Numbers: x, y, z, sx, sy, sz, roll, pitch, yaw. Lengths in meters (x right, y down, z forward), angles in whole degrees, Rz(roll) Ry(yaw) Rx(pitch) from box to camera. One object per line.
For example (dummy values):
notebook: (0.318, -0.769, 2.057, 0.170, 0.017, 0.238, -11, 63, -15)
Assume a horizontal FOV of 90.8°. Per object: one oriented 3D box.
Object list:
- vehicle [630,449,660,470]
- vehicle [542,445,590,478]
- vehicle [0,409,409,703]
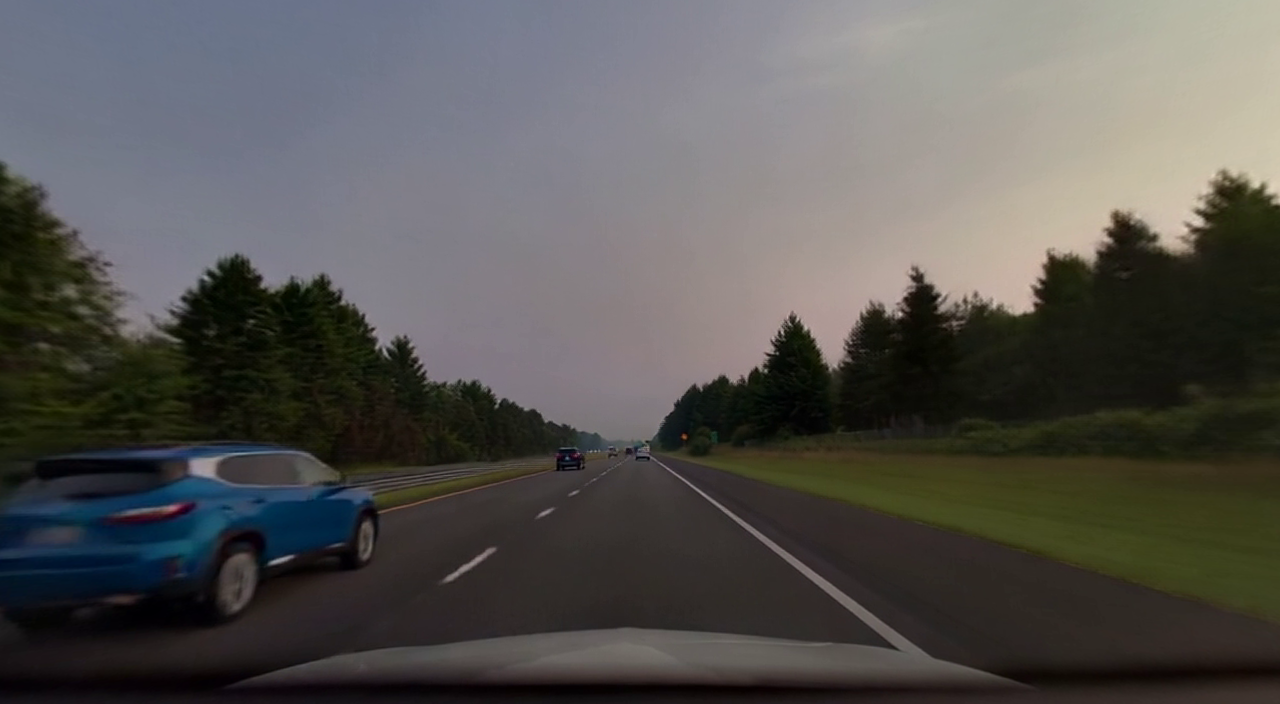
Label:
vehicle: (0.353, 7.911, 46.469, 2.046, 1.452, 4.407, 0, -9, 0)
vehicle: (-3.986, 5.984, 34.811, 2.100, 1.667, 4.223, 0, -9, 1)
vehicle: (-3.740, 1.360, 5.187, 2.034, 1.520, 4.236, 0, -9, 1)
